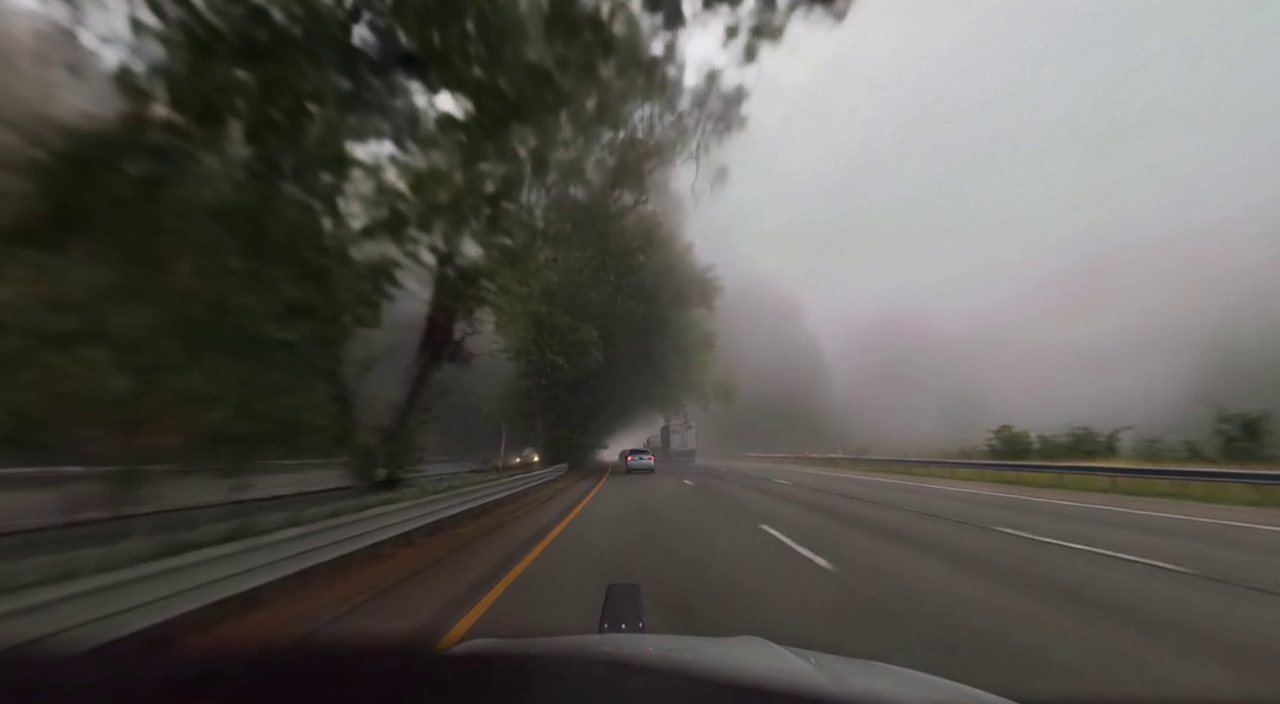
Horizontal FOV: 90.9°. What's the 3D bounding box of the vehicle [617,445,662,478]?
[{"bbox_3d":[-0.055,5.478,31.665,2.069,1.523,4.012,0,-9,-1],"label":"vehicle"}]
